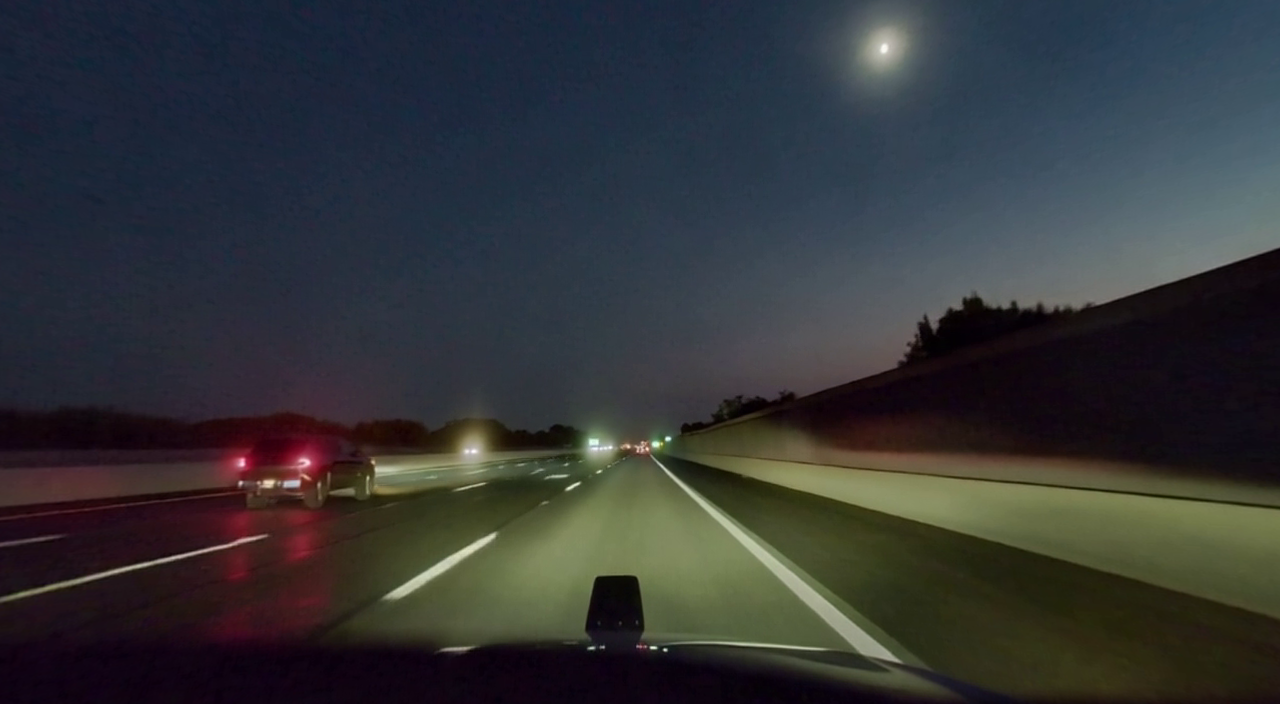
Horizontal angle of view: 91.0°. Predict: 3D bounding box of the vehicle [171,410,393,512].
[{"bbox_3d":[-7.889,2.462,14.654,2.163,1.947,4.959,0,-9,1],"label":"vehicle"}]
